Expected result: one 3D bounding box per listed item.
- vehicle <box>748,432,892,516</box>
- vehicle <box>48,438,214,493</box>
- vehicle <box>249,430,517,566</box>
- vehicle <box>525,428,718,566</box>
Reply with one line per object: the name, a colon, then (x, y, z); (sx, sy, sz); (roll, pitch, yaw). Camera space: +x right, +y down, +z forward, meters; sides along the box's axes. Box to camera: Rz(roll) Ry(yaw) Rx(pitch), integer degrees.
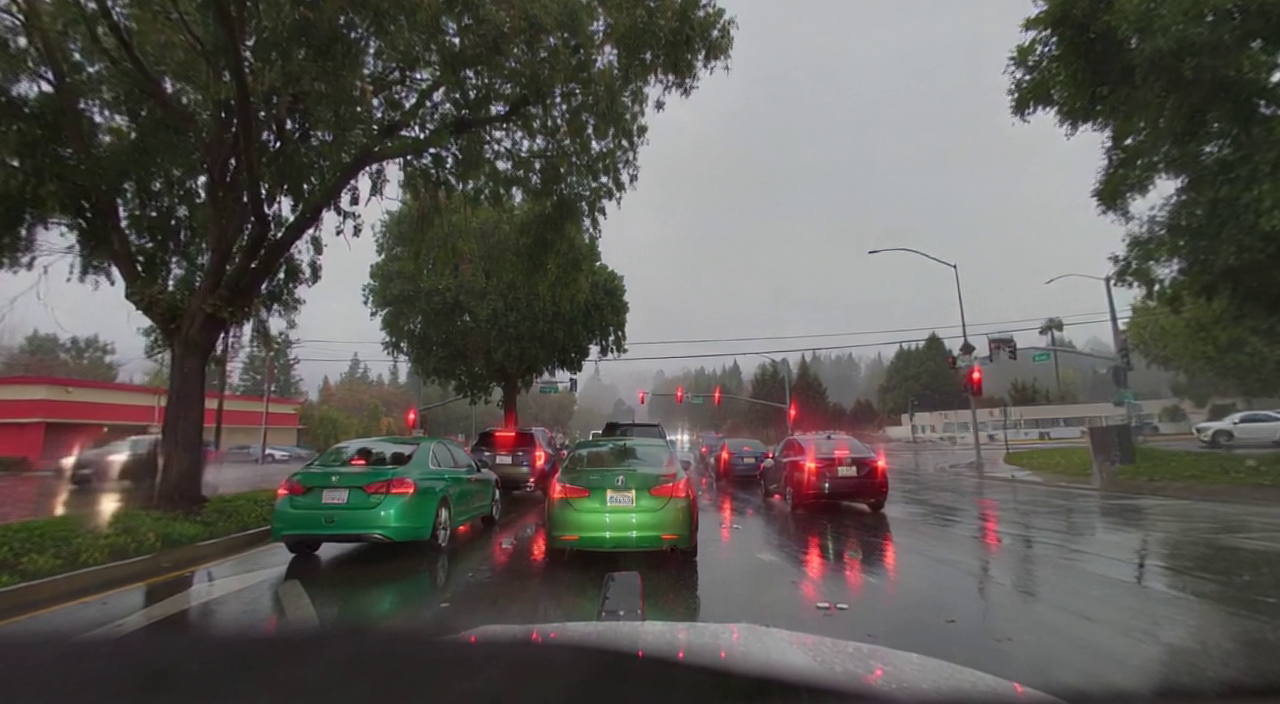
vehicle: (3.552, 2.467, 13.279); (1.880, 1.476, 3.932); (0, -8, 1)
vehicle: (-17.081, 3.797, 21.619); (2.094, 1.654, 4.786); (1, -8, -7)
vehicle: (-3.195, 1.886, 8.952); (1.917, 1.441, 4.128); (-1, -8, 2)
vehicle: (-0.207, 1.833, 8.711); (2.041, 1.450, 3.847); (0, -8, 0)
